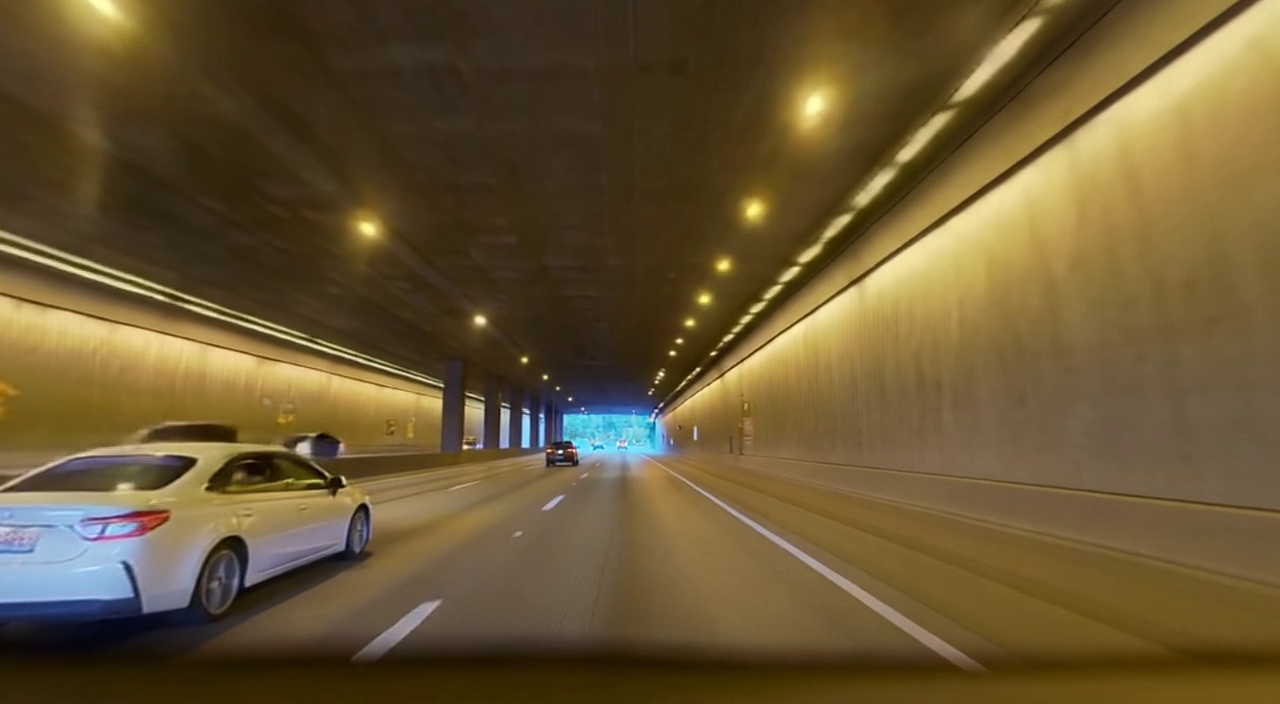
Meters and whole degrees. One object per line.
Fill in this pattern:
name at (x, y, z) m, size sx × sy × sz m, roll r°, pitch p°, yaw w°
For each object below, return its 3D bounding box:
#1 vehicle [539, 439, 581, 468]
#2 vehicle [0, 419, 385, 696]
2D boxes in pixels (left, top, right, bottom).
vehicle at (-4.503, 5.750, 35.900) m, size 1.973 × 1.474 × 4.199 m, roll 0°, pitch -8°, yaw -1°
vehicle at (-4.046, 1.379, 5.449) m, size 1.885 × 1.424 × 4.230 m, roll -1°, pitch -8°, yaw 0°
